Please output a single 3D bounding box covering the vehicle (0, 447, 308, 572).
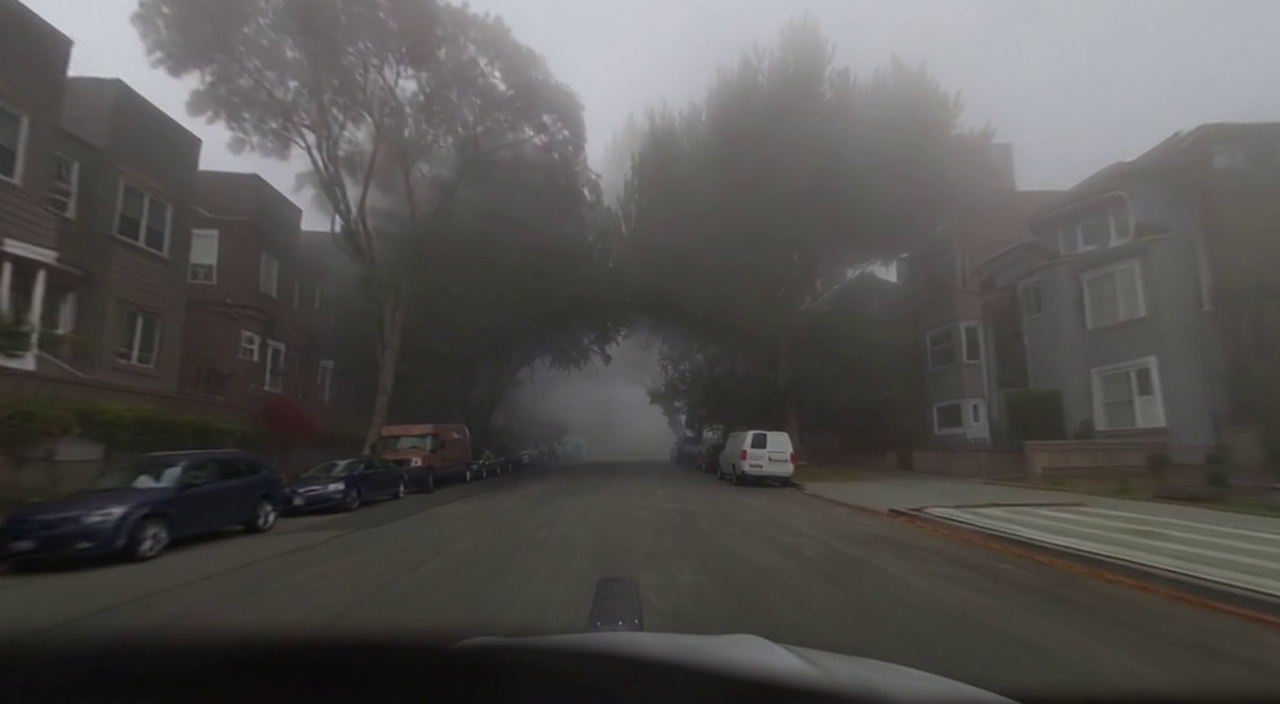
[{"bbox_3d":[-7.232,2.250,9.810,1.832,1.483,4.140,-1,-9,0],"label":"vehicle"}]

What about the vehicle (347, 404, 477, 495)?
[{"bbox_3d":[-7.515,3.391,21.619,2.341,2.674,5.753,-1,-10,-1],"label":"vehicle"}]

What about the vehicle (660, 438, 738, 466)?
[{"bbox_3d":[3.844,6.555,41.364,4.726,1.731,2.075,-5,-10,33],"label":"vehicle"}]

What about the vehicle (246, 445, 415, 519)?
[{"bbox_3d":[-7.213,3.024,15.247,1.953,1.501,4.125,-1,-8,1],"label":"vehicle"}]

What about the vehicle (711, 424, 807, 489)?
[{"bbox_3d":[3.925,3.559,21.744,2.216,1.955,4.970,0,-8,-2],"label":"vehicle"}]
